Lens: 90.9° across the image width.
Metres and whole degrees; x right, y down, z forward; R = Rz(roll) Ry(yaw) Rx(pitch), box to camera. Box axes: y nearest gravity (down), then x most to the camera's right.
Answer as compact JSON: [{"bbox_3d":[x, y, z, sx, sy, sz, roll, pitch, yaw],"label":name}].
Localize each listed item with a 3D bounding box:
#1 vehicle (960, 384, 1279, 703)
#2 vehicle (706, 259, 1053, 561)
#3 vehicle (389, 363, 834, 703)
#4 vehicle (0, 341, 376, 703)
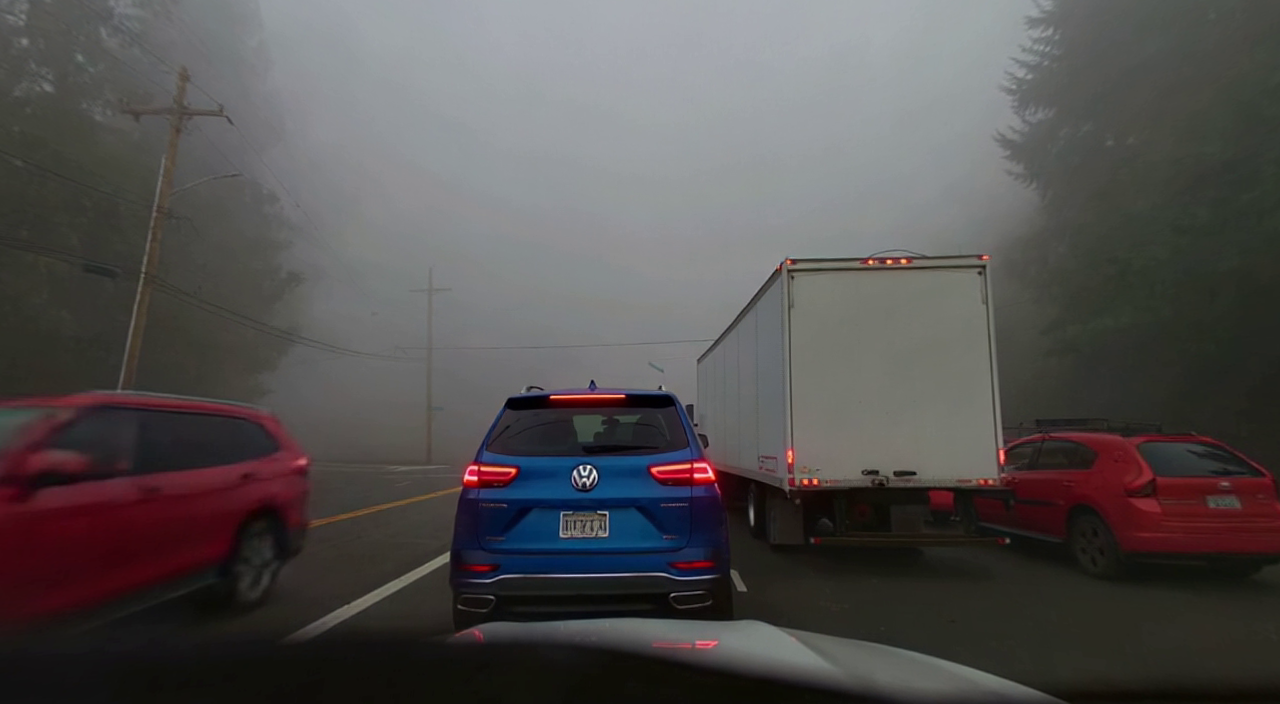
[{"bbox_3d":[2.829,0.746,1.194,1.971,1.484,4.728,0,-8,0],"label":"vehicle"},{"bbox_3d":[3.229,1.268,11.843,2.915,3.559,8.848,0,-8,-1],"label":"vehicle"},{"bbox_3d":[-0.138,1.225,5.194,2.114,1.732,4.230,0,-8,0],"label":"vehicle"},{"bbox_3d":[-4.084,1.102,4.487,2.119,1.835,5.261,0,-8,0],"label":"vehicle"}]
